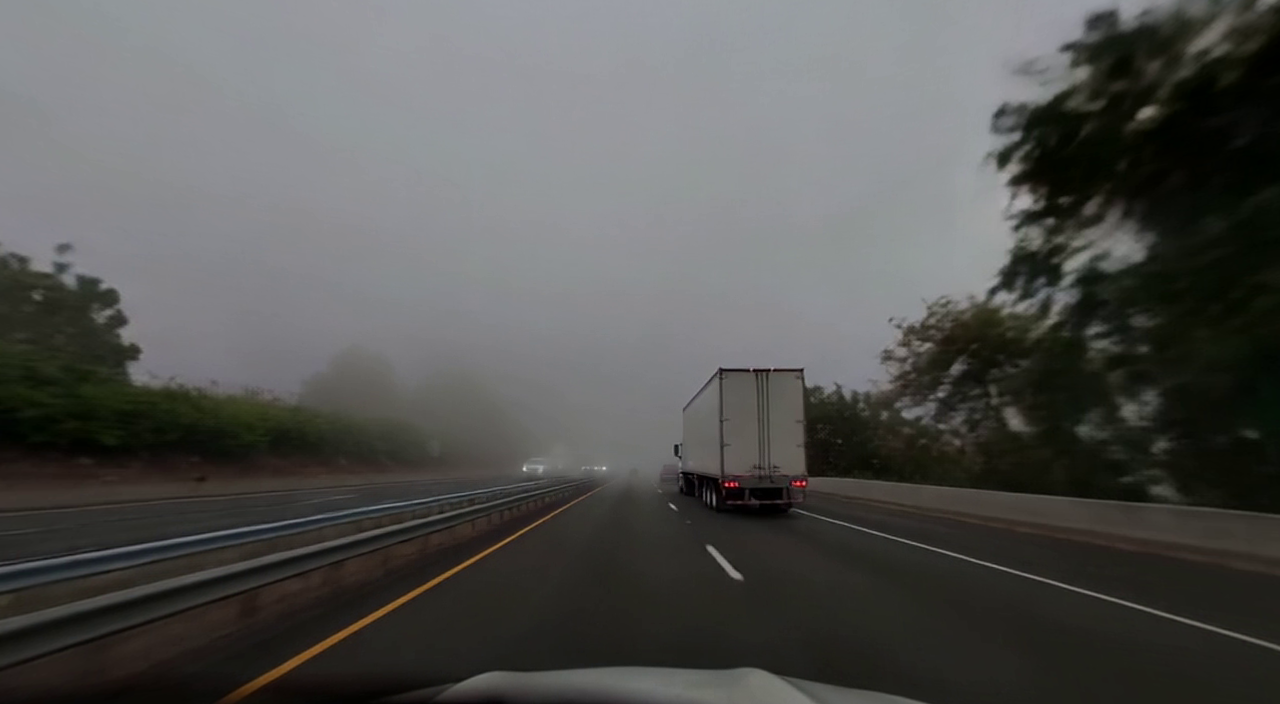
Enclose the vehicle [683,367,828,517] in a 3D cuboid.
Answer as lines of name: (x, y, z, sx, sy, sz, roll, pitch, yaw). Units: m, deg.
vehicle: (3.640, 3.722, 24.373, 2.863, 4.088, 14.040, 1, -10, 0)
